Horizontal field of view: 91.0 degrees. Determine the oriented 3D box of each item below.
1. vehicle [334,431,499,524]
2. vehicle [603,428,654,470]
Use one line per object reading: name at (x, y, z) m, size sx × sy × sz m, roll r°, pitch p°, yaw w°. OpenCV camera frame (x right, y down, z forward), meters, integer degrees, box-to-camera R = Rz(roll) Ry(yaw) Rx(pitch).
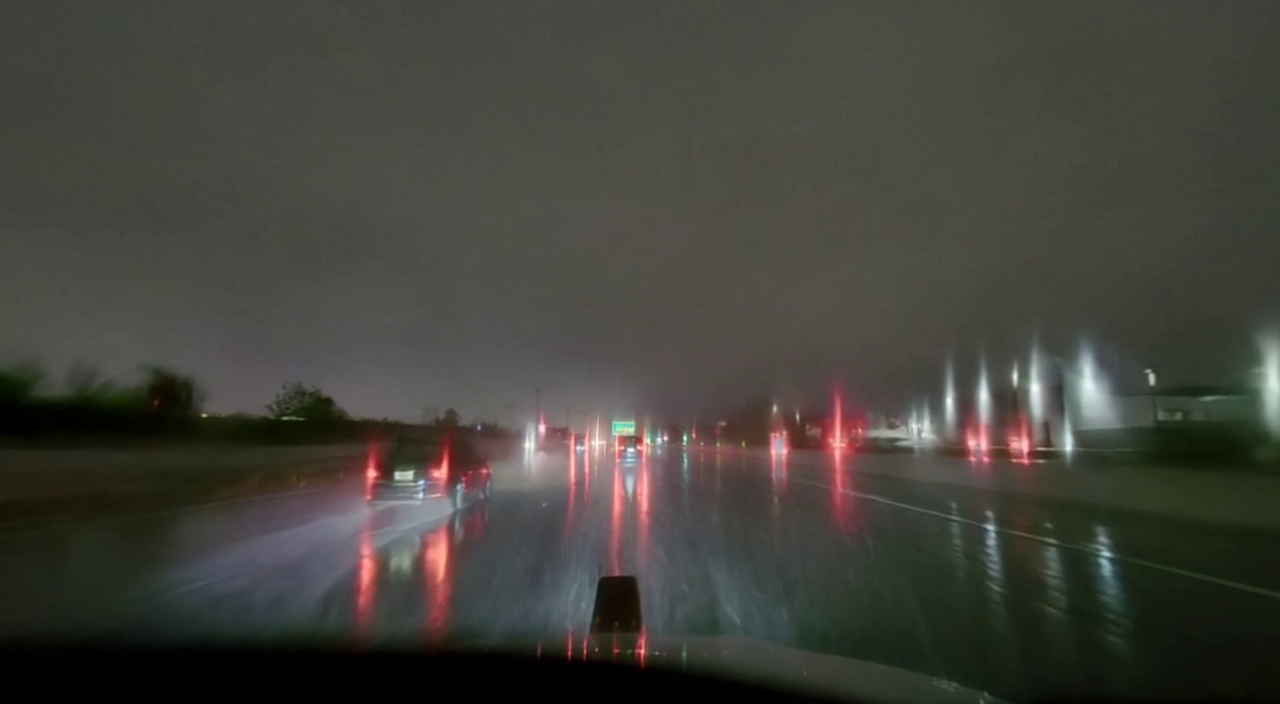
vehicle at (-4.244, 2.416, 12.667) m, size 1.945 × 1.550 × 3.780 m, roll 0°, pitch -8°, yaw 0°
vehicle at (-0.598, 4.873, 31.815) m, size 2.382 × 1.973 × 4.439 m, roll 0°, pitch -8°, yaw -2°
